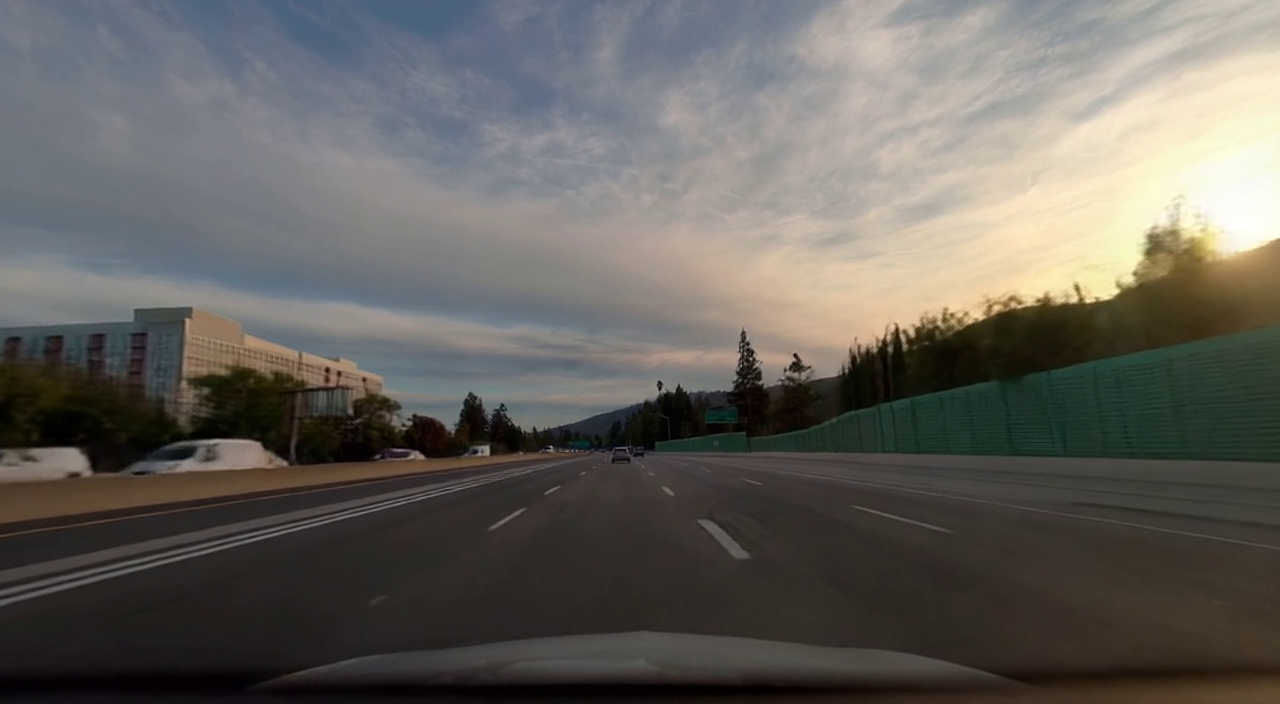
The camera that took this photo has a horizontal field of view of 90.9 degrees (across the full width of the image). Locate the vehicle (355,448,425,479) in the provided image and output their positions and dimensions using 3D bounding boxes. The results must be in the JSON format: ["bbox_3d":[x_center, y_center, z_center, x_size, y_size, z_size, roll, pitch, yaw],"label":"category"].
[{"bbox_3d":[-12.545,5.604,31.929,1.864,1.428,4.139,0,-9,-1],"label":"vehicle"}]

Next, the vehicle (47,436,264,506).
[{"bbox_3d":[-12.255,3.042,16.492,1.947,1.533,4.756,0,-9,-1],"label":"vehicle"}]

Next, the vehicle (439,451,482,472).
[{"bbox_3d":[-13.362,8.151,47.120,1.868,1.426,4.366,0,-9,0],"label":"vehicle"}]
